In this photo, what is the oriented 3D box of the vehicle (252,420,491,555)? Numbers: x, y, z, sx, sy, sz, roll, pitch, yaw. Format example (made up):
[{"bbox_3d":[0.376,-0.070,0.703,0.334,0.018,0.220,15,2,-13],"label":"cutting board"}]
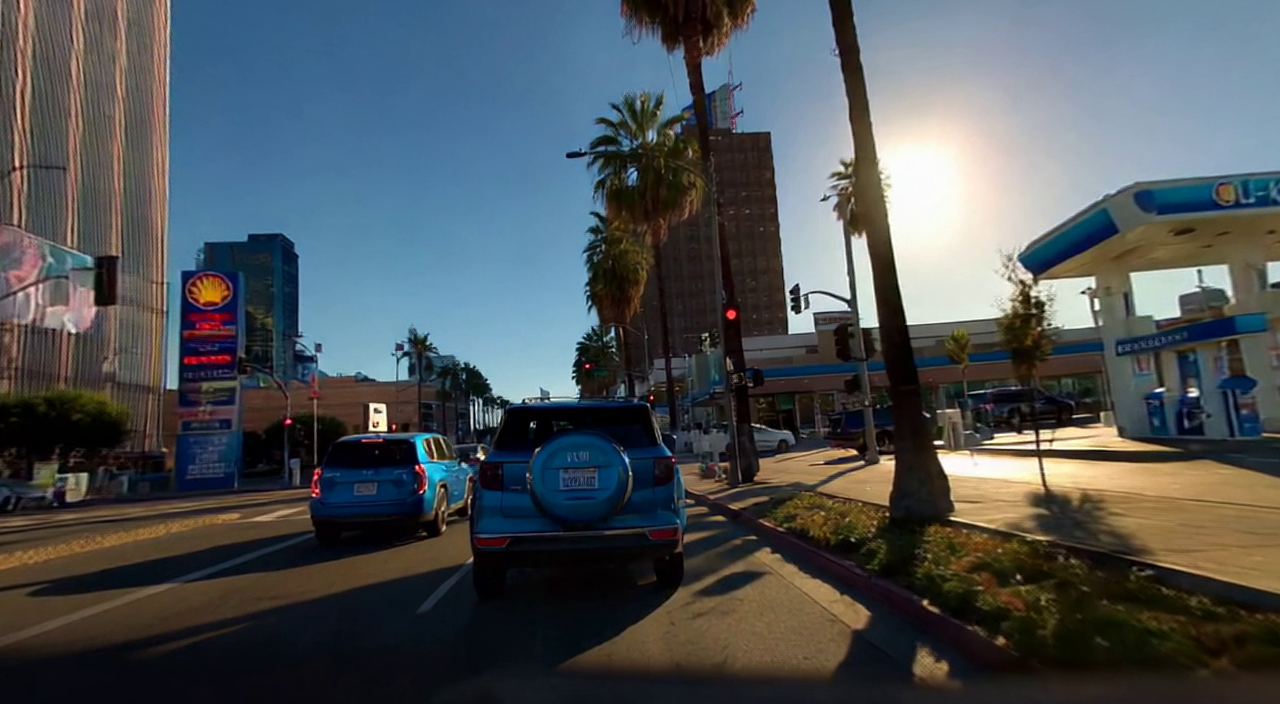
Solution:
[{"bbox_3d":[-4.014,2.089,10.626,2.097,1.692,5.030,0,-8,-4],"label":"vehicle"}]

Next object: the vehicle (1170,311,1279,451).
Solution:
[{"bbox_3d":[10.336,0.445,8.616,4.420,1.766,2.104,1,-8,-5],"label":"vehicle"}]

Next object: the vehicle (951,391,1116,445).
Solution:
[{"bbox_3d":[15.447,2.648,25.033,5.033,1.999,2.259,0,-8,-3],"label":"vehicle"}]

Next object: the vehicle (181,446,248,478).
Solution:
[{"bbox_3d":[-28.619,7.386,42.636,1.783,1.997,4.000,0,-8,-3],"label":"vehicle"}]

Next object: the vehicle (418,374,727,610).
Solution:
[{"bbox_3d":[-0.697,1.493,7.690,2.519,1.913,4.819,0,-8,-4],"label":"vehicle"}]

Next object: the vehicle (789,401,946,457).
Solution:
[{"bbox_3d":[8.784,3.024,24.722,5.307,2.076,2.122,1,-8,-6],"label":"vehicle"}]

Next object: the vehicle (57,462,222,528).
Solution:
[{"bbox_3d":[-15.637,4.335,19.713,4.660,1.708,2.331,-5,-10,30],"label":"vehicle"}]
